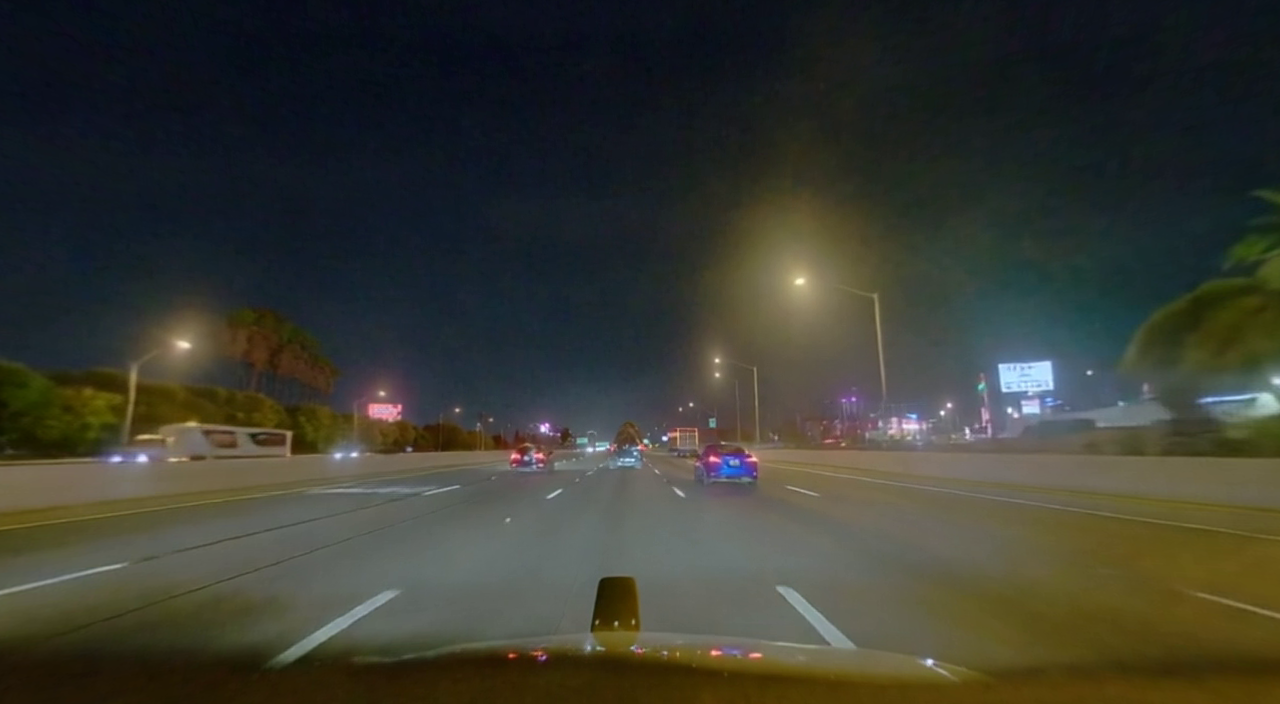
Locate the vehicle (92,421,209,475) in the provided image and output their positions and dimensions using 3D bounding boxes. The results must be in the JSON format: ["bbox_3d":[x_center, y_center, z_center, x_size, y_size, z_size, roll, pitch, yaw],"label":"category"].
[{"bbox_3d":[-35.728,7.058,46.501,3.041,3.650,6.644,0,-9,0],"label":"vehicle"}]

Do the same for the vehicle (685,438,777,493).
[{"bbox_3d":[2.842,3.678,20.917,2.175,1.598,4.584,0,-9,-3],"label":"vehicle"}]

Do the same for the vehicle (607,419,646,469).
[{"bbox_3d":[-0.915,5.968,40.870,2.364,2.953,6.495,0,-9,-2],"label":"vehicle"}]

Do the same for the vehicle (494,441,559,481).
[{"bbox_3d":[-4.915,4.753,27.968,2.021,1.598,4.887,0,-9,-1],"label":"vehicle"}]
